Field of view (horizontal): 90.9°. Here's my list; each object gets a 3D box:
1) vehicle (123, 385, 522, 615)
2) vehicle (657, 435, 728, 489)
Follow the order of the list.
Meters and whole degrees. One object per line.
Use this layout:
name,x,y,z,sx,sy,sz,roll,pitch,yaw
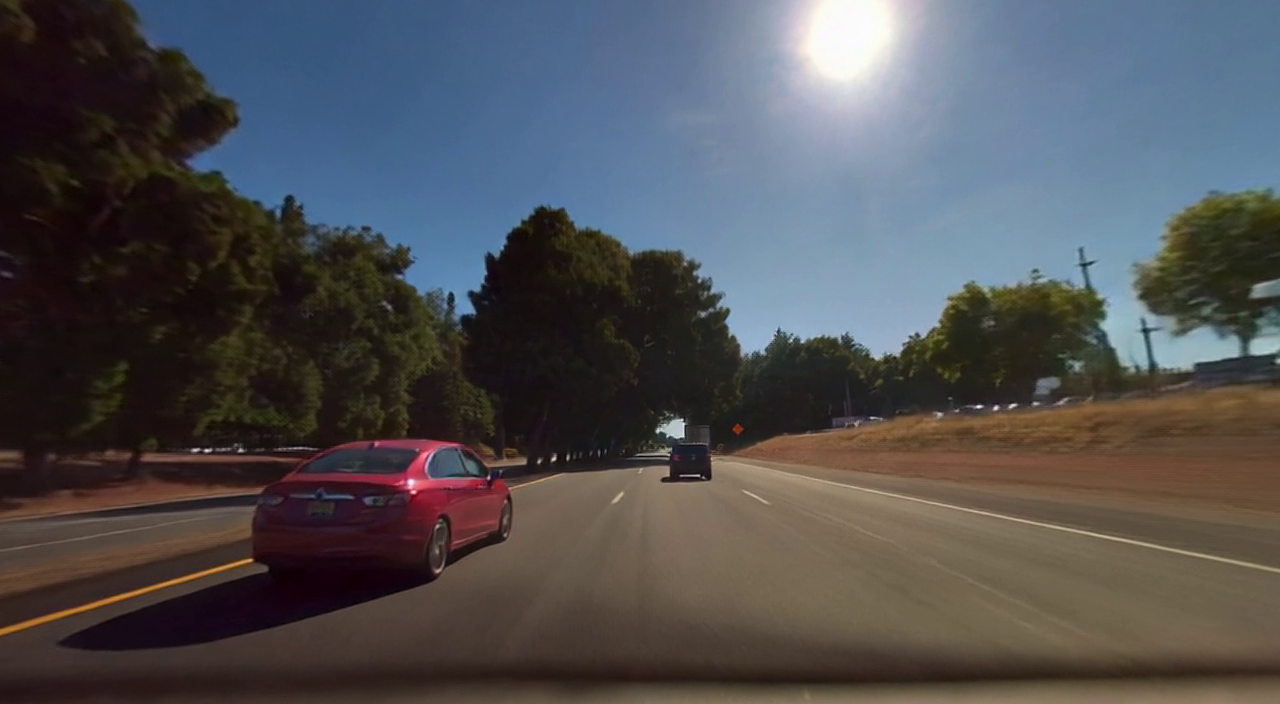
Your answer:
vehicle,-2.953,1.522,7.360,2.139,1.804,4.611,0,-9,1
vehicle,1.718,3.814,22.092,2.087,1.682,4.388,0,-9,0
